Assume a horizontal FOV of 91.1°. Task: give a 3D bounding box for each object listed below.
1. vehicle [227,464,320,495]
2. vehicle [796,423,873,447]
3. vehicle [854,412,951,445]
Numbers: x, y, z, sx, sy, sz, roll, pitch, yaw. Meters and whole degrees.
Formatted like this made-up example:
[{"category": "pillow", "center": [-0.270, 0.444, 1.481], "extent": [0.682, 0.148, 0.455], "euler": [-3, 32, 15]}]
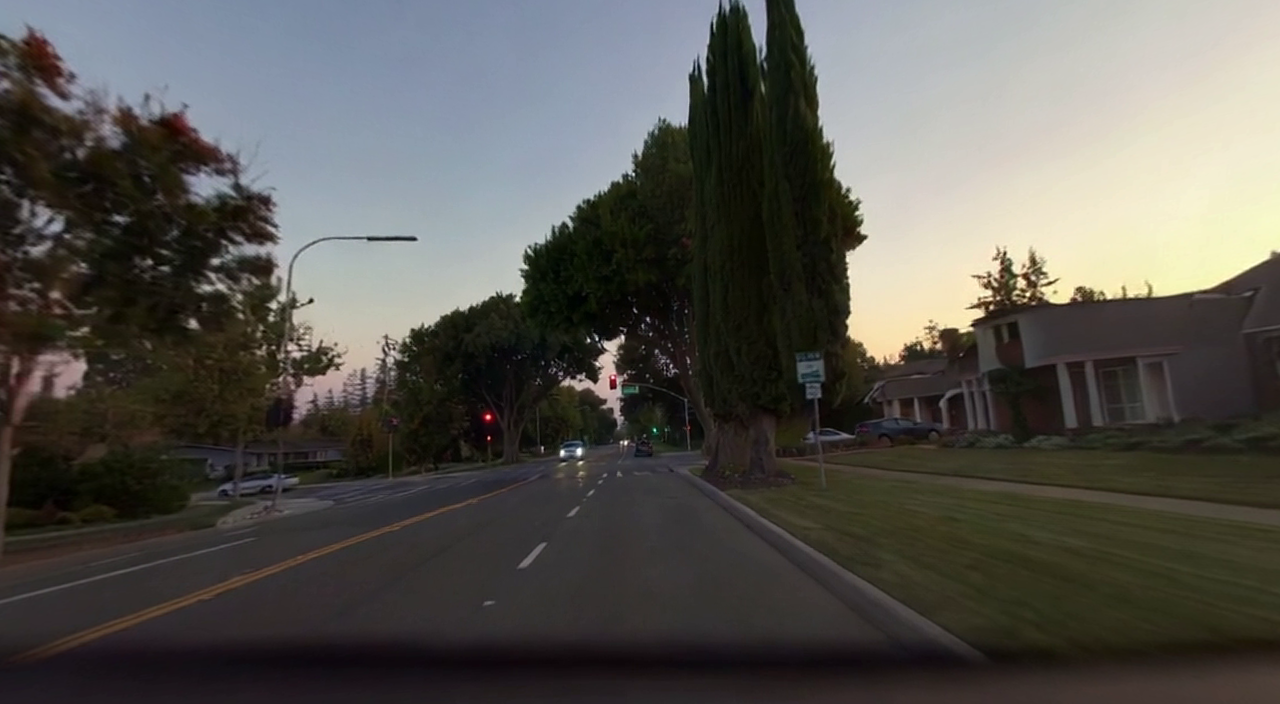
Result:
[{"category": "vehicle", "center": [-24.603, 8.528, 42.239], "extent": [4.933, 1.792, 2.133], "euler": [0, -8, 4]}, {"category": "vehicle", "center": [13.165, 5.655, 42.722], "extent": [4.580, 1.534, 1.919], "euler": [0, -8, -1]}, {"category": "vehicle", "center": [14.143, 4.158, 34.023], "extent": [4.319, 1.700, 2.034], "euler": [0, -8, 0]}]
